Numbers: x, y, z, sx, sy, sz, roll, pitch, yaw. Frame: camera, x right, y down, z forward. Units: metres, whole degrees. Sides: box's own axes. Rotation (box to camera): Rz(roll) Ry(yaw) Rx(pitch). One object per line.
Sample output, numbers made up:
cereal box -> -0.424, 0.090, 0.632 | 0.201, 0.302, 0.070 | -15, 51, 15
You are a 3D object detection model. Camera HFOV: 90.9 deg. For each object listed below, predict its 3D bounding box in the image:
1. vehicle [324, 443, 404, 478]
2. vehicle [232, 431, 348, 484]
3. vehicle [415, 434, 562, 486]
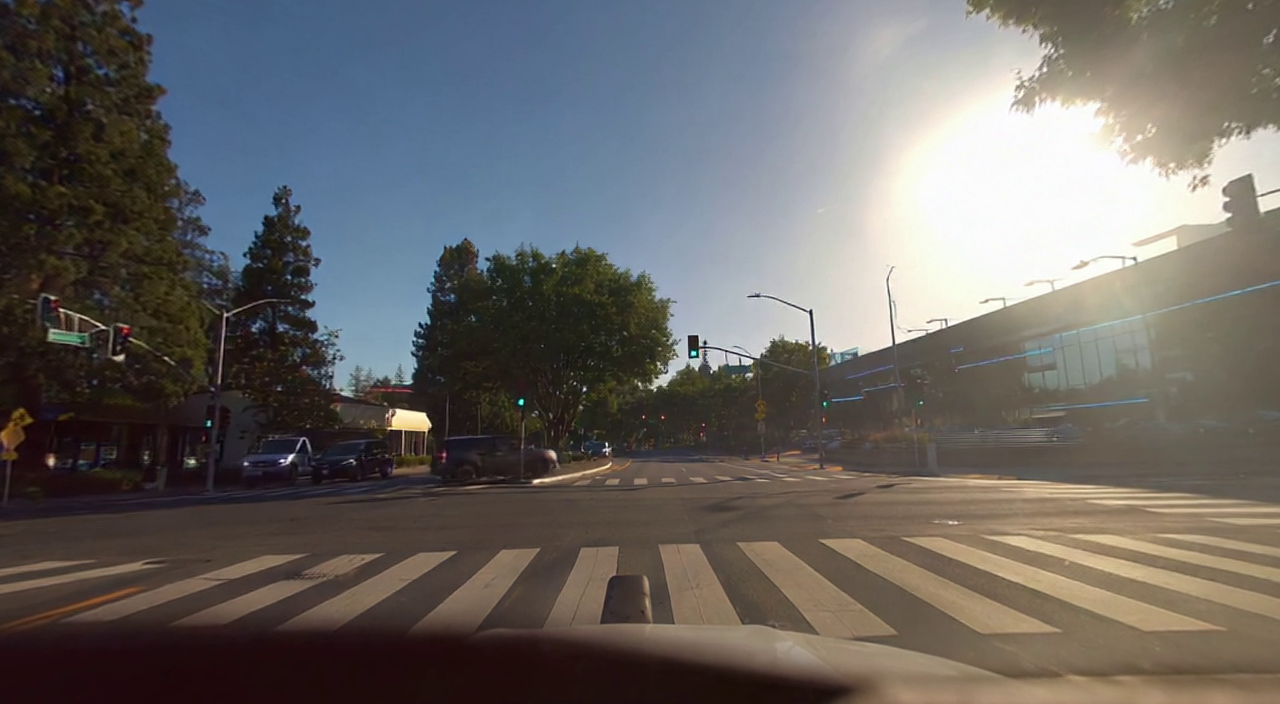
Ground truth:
vehicle -> -14.853, 5.835, 34.248 | 2.169, 1.753, 4.640 | 0, -8, 1
vehicle -> -18.600, 5.626, 33.988 | 2.557, 2.580, 5.856 | -1, -8, 4
vehicle -> -5.292, 3.788, 22.461 | 4.569, 1.658, 2.153 | 7, -11, -42
